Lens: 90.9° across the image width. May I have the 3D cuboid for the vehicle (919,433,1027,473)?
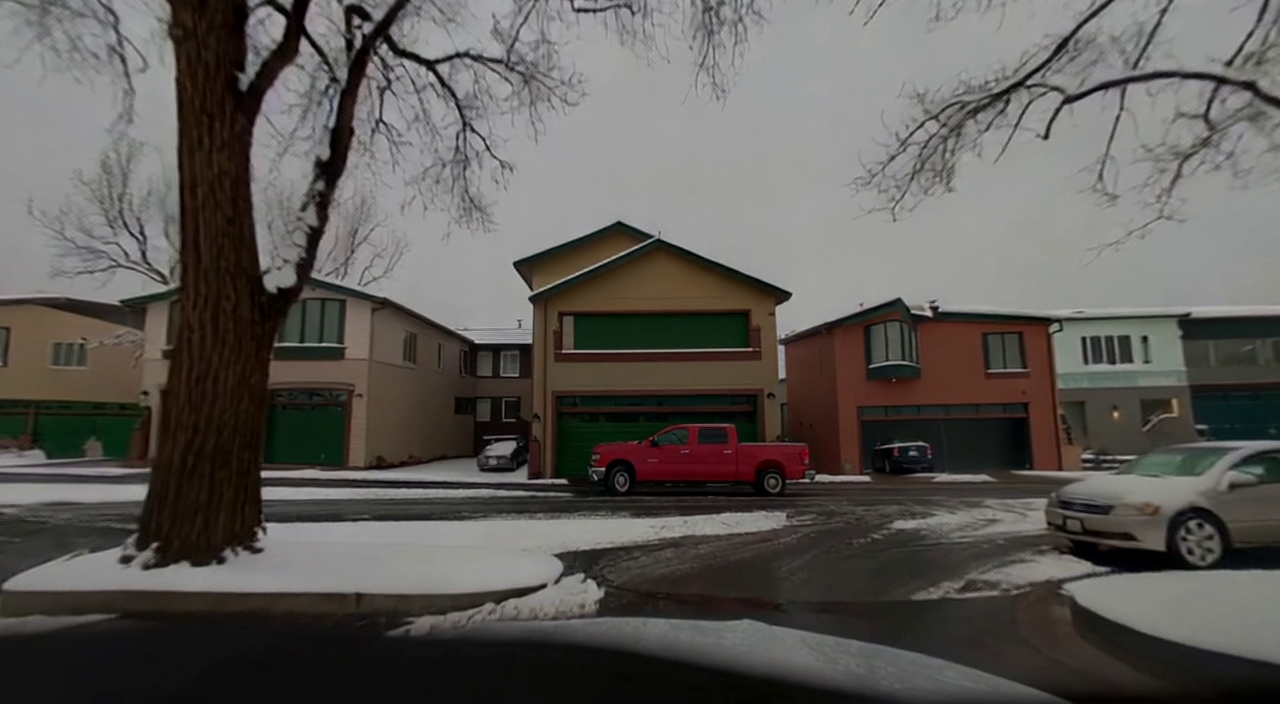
[{"bbox_3d":[14.826,4.543,28.267,3.770,1.496,1.951,3,-10,0],"label":"vehicle"}]

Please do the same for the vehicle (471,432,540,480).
[{"bbox_3d":[-5.366,4.174,25.635,1.869,1.460,3.826,-3,-4,0],"label":"vehicle"}]

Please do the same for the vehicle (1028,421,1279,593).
[{"bbox_3d":[7.531,1.752,7.875,4.074,1.617,2.112,-1,-5,-8],"label":"vehicle"}]

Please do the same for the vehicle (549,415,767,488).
[{"bbox_3d":[0.449,2.734,17.441,5.600,1.835,2.161,0,-9,-1],"label":"vehicle"}]
